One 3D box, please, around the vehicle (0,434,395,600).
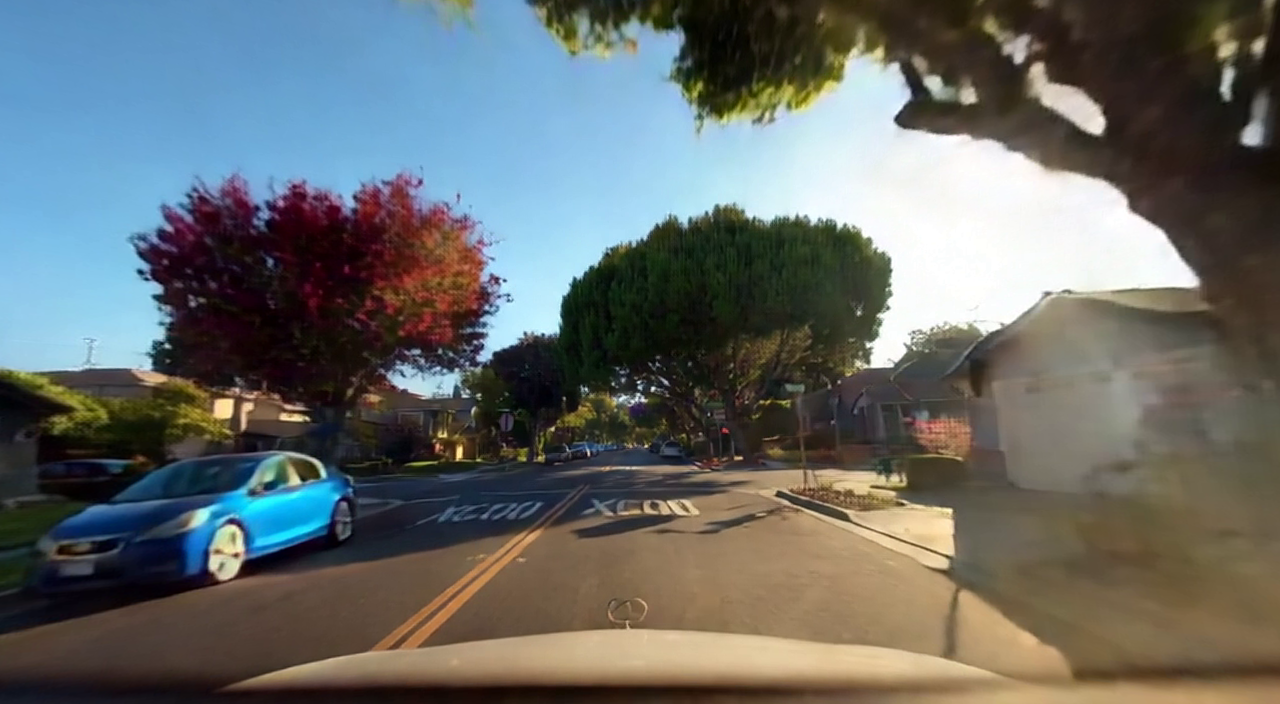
[{"bbox_3d":[-5.165,1.913,8.357,2.038,1.571,4.524,0,-8,0],"label":"vehicle"}]
